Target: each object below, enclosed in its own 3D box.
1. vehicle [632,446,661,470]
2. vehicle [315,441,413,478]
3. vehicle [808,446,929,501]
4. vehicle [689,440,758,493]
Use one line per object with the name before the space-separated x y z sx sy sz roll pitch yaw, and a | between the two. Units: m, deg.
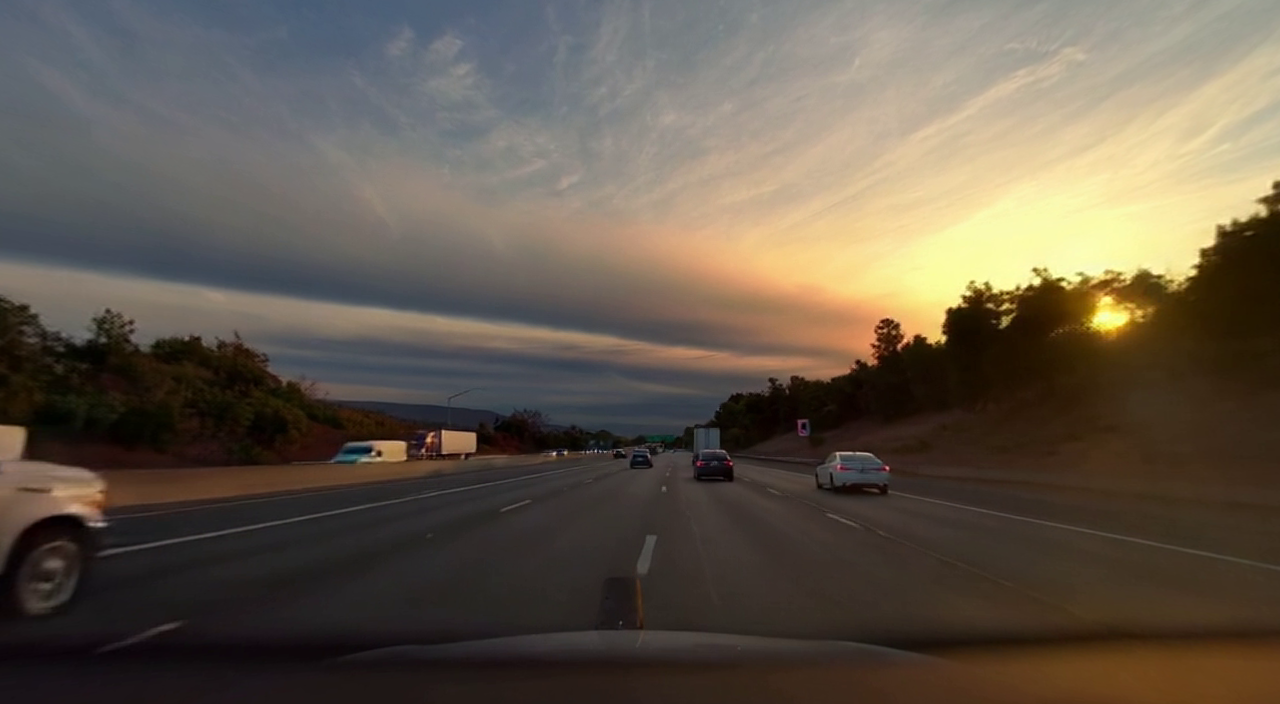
vehicle | 0.538 8.051 48.143 1.988 1.696 4.754 -1 -9 4
vehicle | -14.686 5.753 34.098 2.514 1.812 5.524 -1 -9 4
vehicle | 6.831 3.653 19.559 2.146 1.482 4.665 0 -9 2
vehicle | 2.926 4.120 23.166 2.103 1.717 4.399 0 -9 2
